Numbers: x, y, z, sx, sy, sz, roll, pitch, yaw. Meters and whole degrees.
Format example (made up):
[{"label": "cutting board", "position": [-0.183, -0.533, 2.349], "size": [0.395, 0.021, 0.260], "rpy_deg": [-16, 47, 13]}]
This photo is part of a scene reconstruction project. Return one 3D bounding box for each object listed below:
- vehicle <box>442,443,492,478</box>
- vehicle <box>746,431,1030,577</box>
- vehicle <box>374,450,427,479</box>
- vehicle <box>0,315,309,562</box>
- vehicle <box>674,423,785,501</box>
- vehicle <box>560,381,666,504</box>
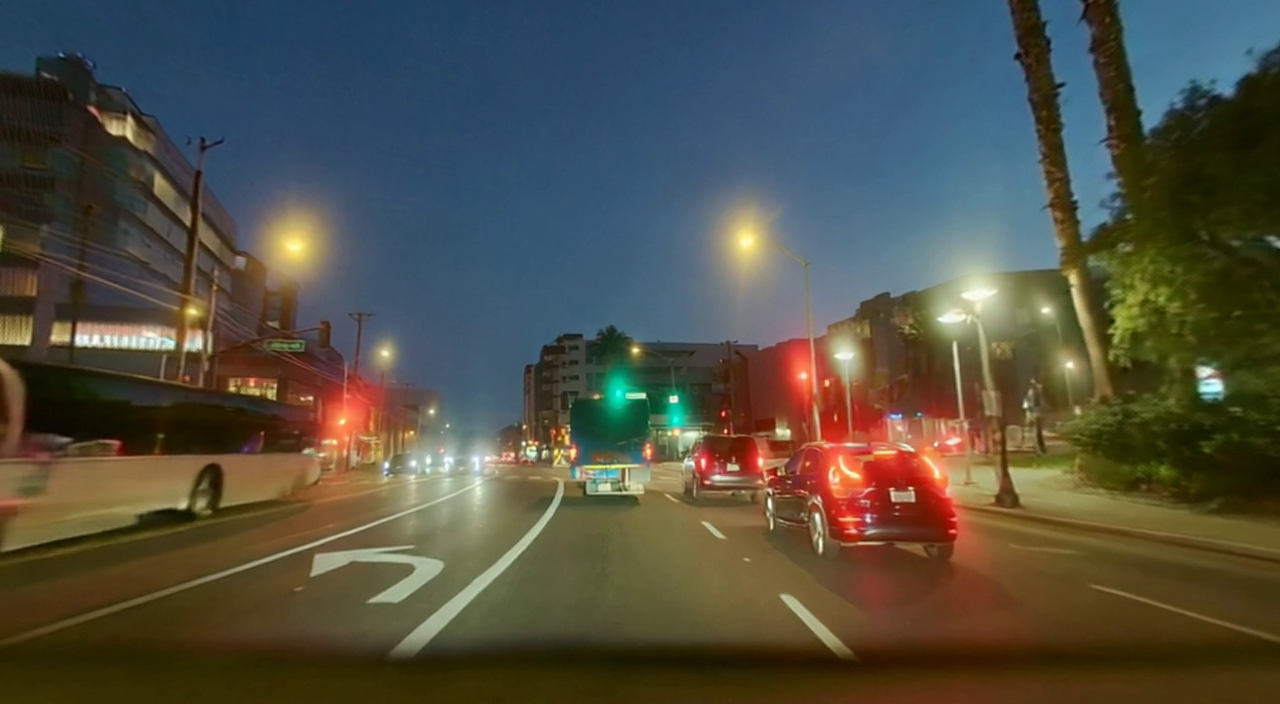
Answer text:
[{"label": "vehicle", "position": [-9.192, 5.782, 33.690], "size": [2.058, 1.730, 4.466], "rpy_deg": [1, -9, -9]}, {"label": "vehicle", "position": [3.030, 1.948, 9.012], "size": [1.978, 1.507, 4.636], "rpy_deg": [0, -8, -3]}, {"label": "vehicle", "position": [-13.875, 6.512, 36.619], "size": [1.975, 1.503, 4.533], "rpy_deg": [1, -9, -9]}, {"label": "vehicle", "position": [-10.633, 1.693, 11.978], "size": [2.996, 3.432, 11.265], "rpy_deg": [0, -8, -3]}, {"label": "vehicle", "position": [2.408, 3.180, 18.639], "size": [2.157, 1.944, 5.423], "rpy_deg": [0, -8, -4]}, {"label": "vehicle", "position": [-0.982, 2.627, 18.247], "size": [2.517, 2.926, 6.177], "rpy_deg": [1, -9, -6]}]
